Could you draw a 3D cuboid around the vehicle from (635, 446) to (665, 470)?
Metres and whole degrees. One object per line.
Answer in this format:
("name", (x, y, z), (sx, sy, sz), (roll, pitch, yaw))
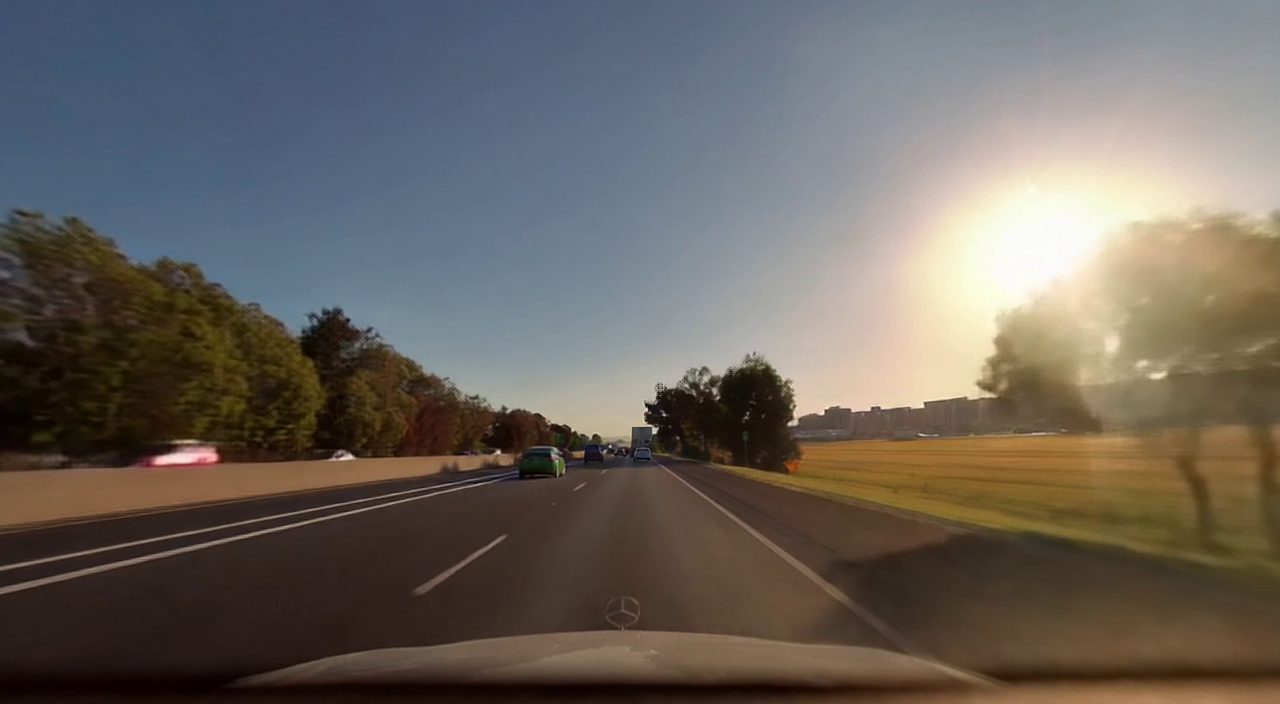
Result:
("vehicle", (0.663, 7.445, 44.391), (1.992, 1.593, 3.937), (0, -9, -1))

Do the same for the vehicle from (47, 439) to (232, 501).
("vehicle", (-17.007, 4.017, 21.917), (2.376, 1.864, 4.898), (0, -9, 0))

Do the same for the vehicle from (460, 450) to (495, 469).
("vehicle", (-12.503, 8.309, 48.692), (1.743, 1.405, 3.476), (0, -9, 0))

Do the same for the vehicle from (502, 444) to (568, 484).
("vehicle", (-4.398, 4.767, 27.045), (2.172, 1.548, 3.953), (0, -9, 0))
